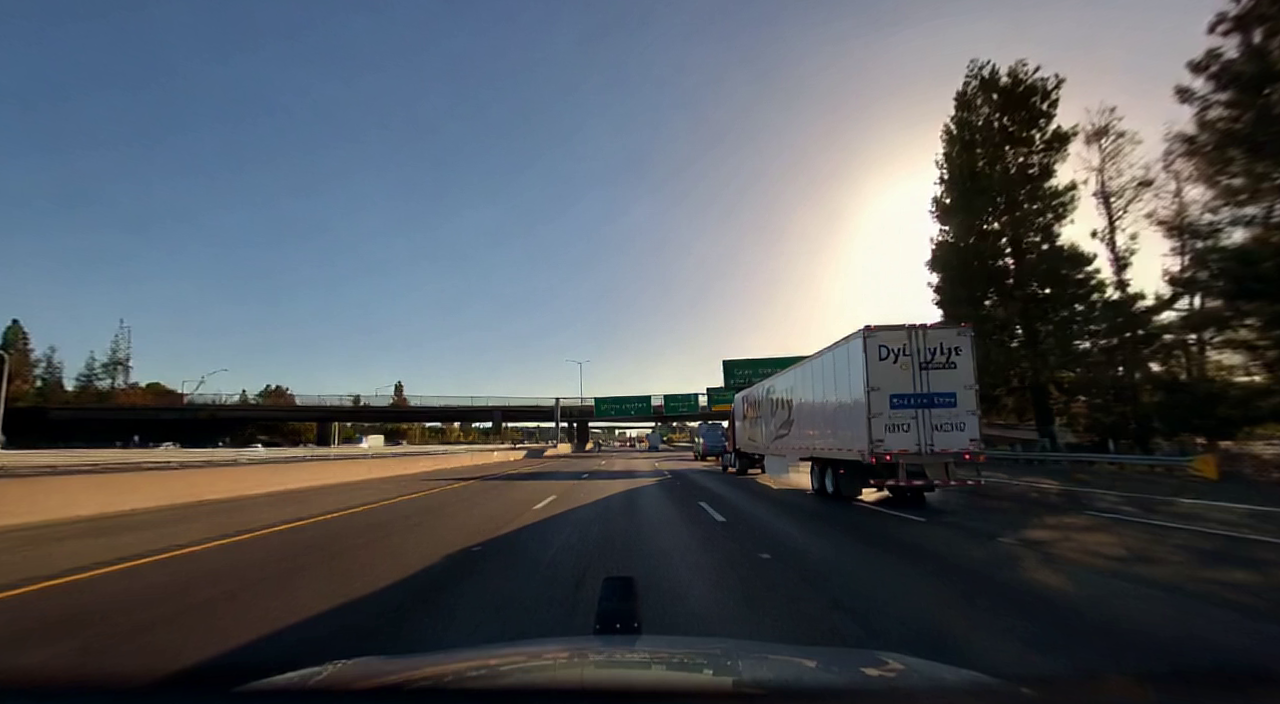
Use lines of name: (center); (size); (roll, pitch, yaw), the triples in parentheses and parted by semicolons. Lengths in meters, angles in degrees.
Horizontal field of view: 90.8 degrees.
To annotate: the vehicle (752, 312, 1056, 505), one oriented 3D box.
vehicle: (6.778, 2.296, 20.990); (2.962, 3.947, 16.241); (0, -8, -1)
